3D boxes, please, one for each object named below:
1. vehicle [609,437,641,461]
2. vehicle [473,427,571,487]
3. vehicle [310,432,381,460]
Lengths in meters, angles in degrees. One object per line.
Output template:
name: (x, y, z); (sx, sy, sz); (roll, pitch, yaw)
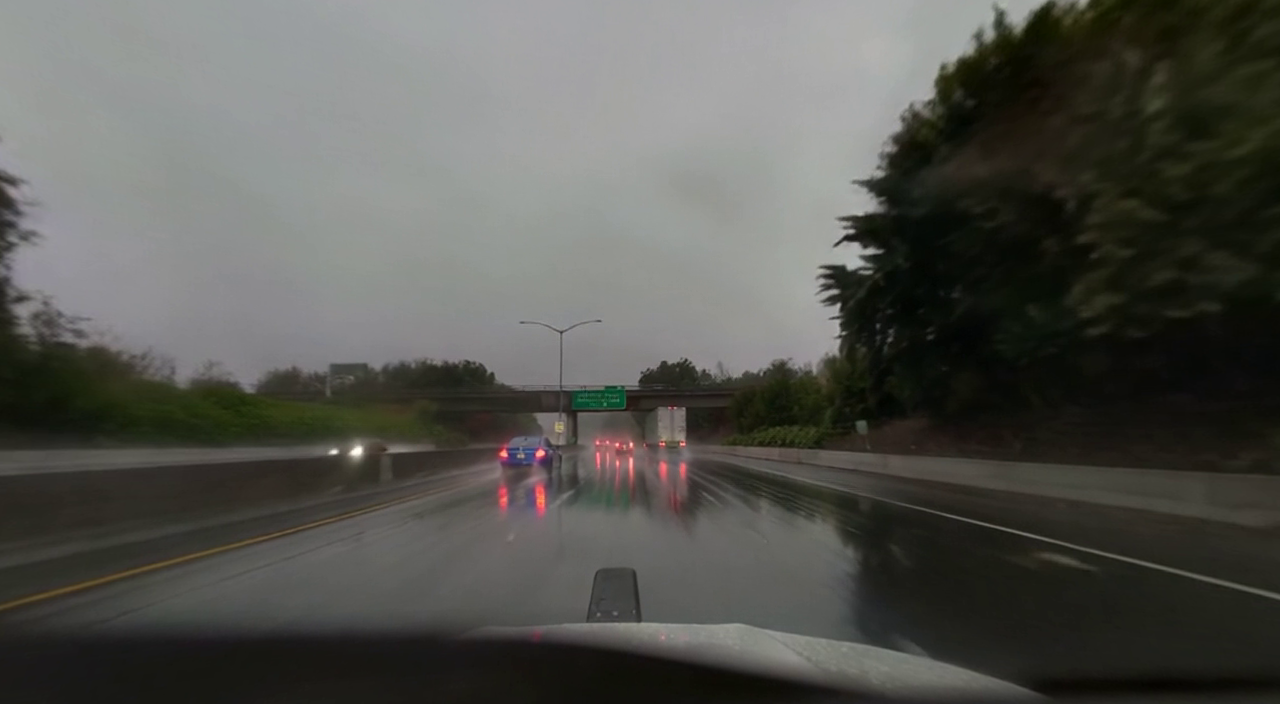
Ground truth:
vehicle: (-1.014, 6.748, 43.841); (2.125, 1.542, 3.816); (0, -8, -1)
vehicle: (-3.777, 3.474, 21.176); (2.377, 1.747, 4.703); (0, -8, 0)
vehicle: (-16.834, 5.418, 36.302); (1.908, 1.502, 4.682); (0, -8, -1)
